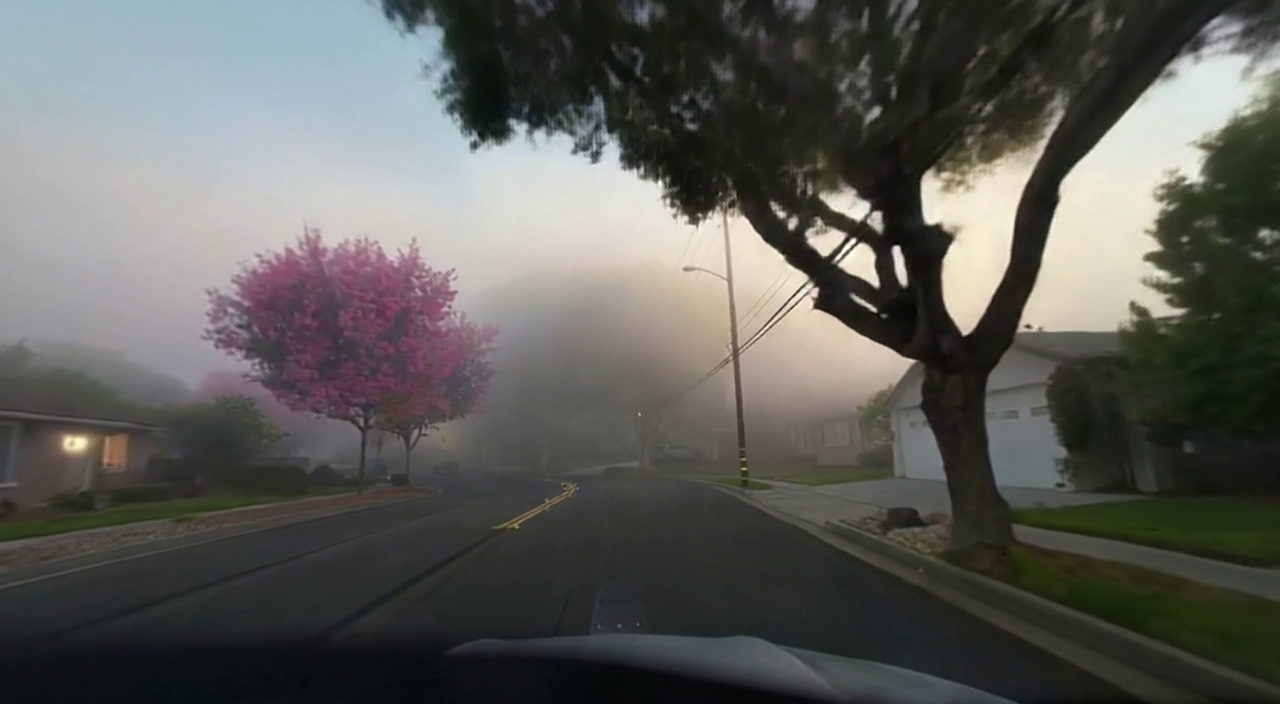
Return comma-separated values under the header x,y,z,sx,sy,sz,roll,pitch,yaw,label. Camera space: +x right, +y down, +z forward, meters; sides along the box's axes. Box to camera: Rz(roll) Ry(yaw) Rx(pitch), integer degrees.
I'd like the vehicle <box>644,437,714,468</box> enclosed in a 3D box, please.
x,y,z,sx,sy,sz,roll,pitch,yaw,label
2.728,6.991,44.045,4.459,1.738,1.930,0,-8,-29,vehicle
